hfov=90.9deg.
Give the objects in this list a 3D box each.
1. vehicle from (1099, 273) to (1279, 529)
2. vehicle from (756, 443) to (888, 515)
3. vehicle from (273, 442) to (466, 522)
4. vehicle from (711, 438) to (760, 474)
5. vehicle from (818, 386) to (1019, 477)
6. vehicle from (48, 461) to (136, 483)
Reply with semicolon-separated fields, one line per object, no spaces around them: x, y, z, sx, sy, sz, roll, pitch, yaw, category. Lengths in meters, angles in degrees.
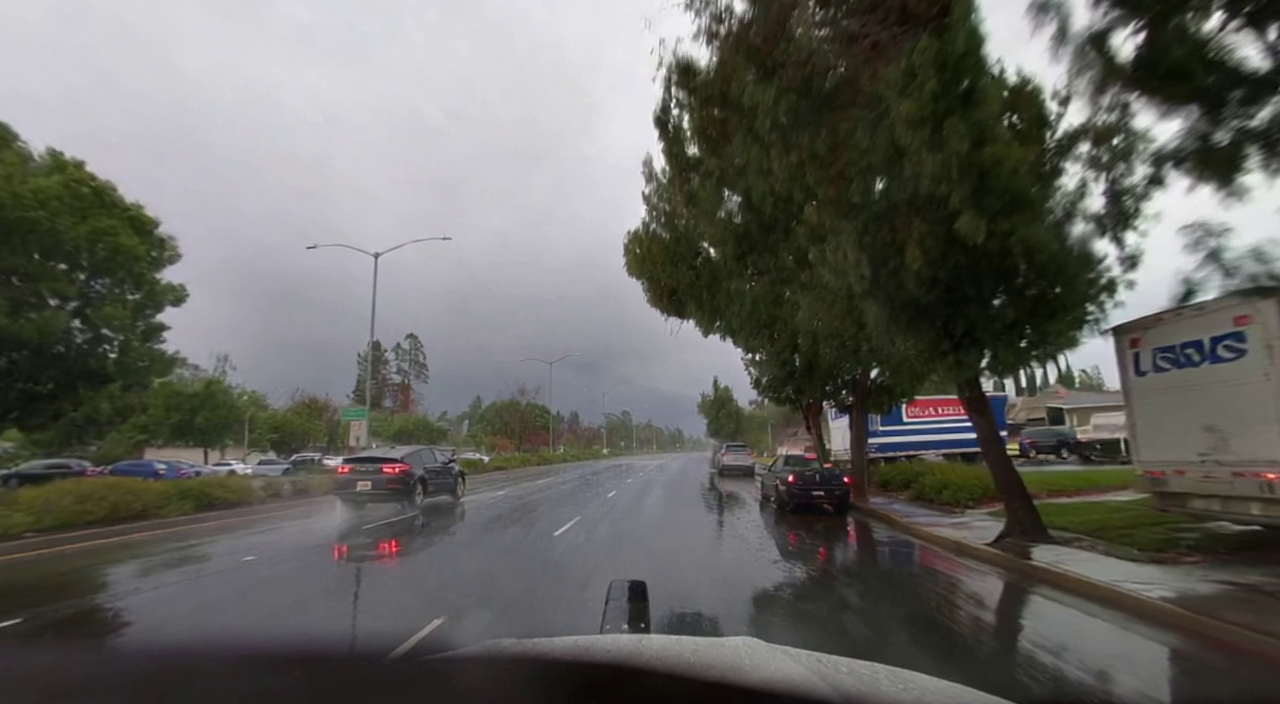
11.909;0.856;9.529;8.495;3.147;2.773;2;-9;-12;vehicle
3.969;2.816;14.568;1.849;1.393;4.377;0;-8;2;vehicle
-5.704;2.770;14.120;2.060;1.473;4.645;0;-8;3;vehicle
4.861;5.366;32.715;2.064;1.697;4.718;0;-8;3;vehicle
11.830;3.417;27.157;7.138;3.310;2.943;-2;-9;-9;vehicle
-42.472;9.318;48.965;4.603;1.577;2.157;1;-8;-8;vehicle
